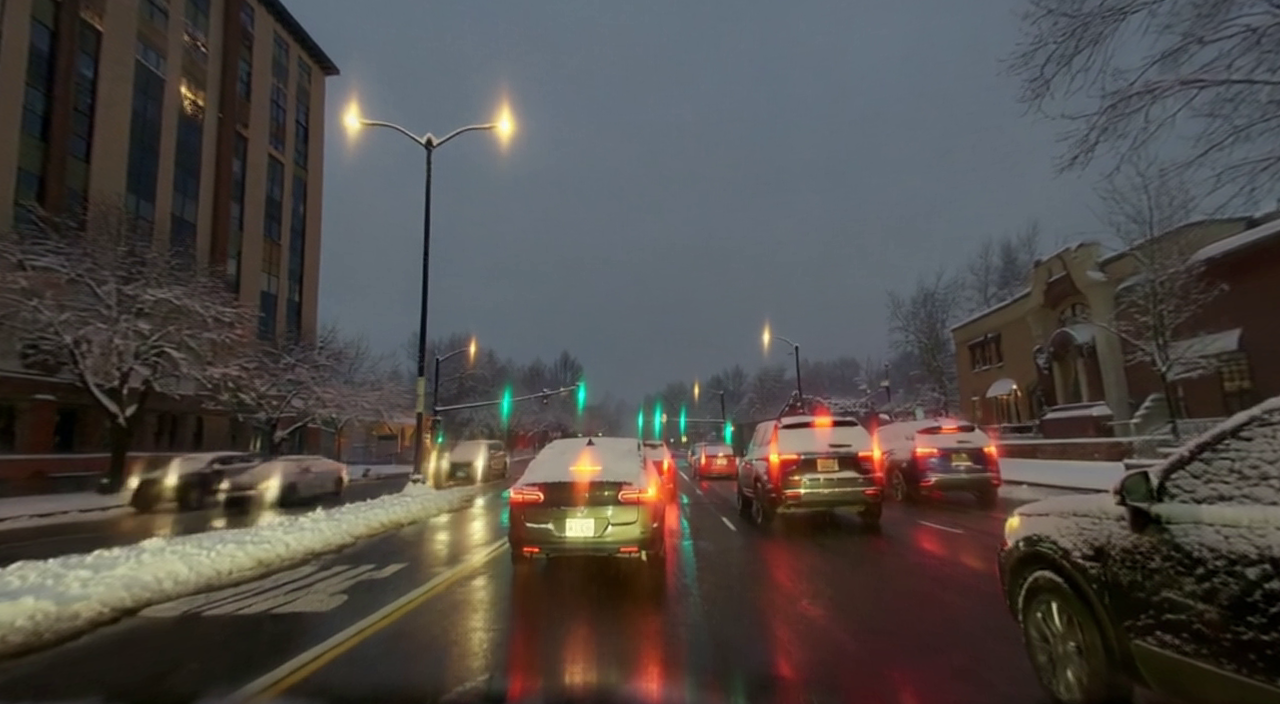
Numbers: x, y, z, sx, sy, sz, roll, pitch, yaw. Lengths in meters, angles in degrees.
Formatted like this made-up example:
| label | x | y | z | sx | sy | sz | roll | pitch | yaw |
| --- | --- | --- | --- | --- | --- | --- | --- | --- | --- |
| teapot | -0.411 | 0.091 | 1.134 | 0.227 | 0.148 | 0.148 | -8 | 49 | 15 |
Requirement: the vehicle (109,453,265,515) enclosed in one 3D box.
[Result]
| label | x | y | z | sx | sy | sz | roll | pitch | yaw |
| --- | --- | --- | --- | --- | --- | --- | --- | --- | --- |
| vehicle | -16.228 | 4.695 | 22.882 | 2.077 | 1.925 | 4.626 | 0 | -9 | 2 |

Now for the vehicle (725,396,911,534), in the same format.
| label | x | y | z | sx | sy | sz | roll | pitch | yaw |
| --- | --- | --- | --- | --- | --- | --- | --- | --- | --- |
| vehicle | 3.615 | 2.465 | 14.315 | 2.516 | 2.481 | 5.766 | 0 | -8 | 0 |

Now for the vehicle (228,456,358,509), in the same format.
| label | x | y | z | sx | sy | sz | roll | pitch | yaw |
| --- | --- | --- | --- | --- | --- | --- | --- | --- | --- |
| vehicle | -12.597 | 4.717 | 23.222 | 2.005 | 1.660 | 4.676 | 0 | -9 | 1 |

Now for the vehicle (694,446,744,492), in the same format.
| label | x | y | z | sx | sy | sz | roll | pitch | yaw |
| --- | --- | --- | --- | --- | --- | --- | --- | --- | --- |
| vehicle | 3.095 | 4.622 | 25.267 | 1.518 | 1.650 | 4.408 | 0 | -9 | 1 |

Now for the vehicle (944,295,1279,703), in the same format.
| label | x | y | z | sx | sy | sz | roll | pitch | yaw |
| --- | --- | --- | --- | --- | --- | --- | --- | --- | --- |
| vehicle | 3.148 | 0.810 | 2.177 | 1.982 | 1.960 | 4.427 | 0 | -9 | 1 |

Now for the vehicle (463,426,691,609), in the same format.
| label | x | y | z | sx | sy | sz | roll | pitch | yaw |
| --- | --- | --- | --- | --- | --- | --- | --- | --- | --- |
| vehicle | -0.563 | 1.845 | 7.928 | 2.111 | 1.676 | 4.018 | 0 | -8 | 1 |
